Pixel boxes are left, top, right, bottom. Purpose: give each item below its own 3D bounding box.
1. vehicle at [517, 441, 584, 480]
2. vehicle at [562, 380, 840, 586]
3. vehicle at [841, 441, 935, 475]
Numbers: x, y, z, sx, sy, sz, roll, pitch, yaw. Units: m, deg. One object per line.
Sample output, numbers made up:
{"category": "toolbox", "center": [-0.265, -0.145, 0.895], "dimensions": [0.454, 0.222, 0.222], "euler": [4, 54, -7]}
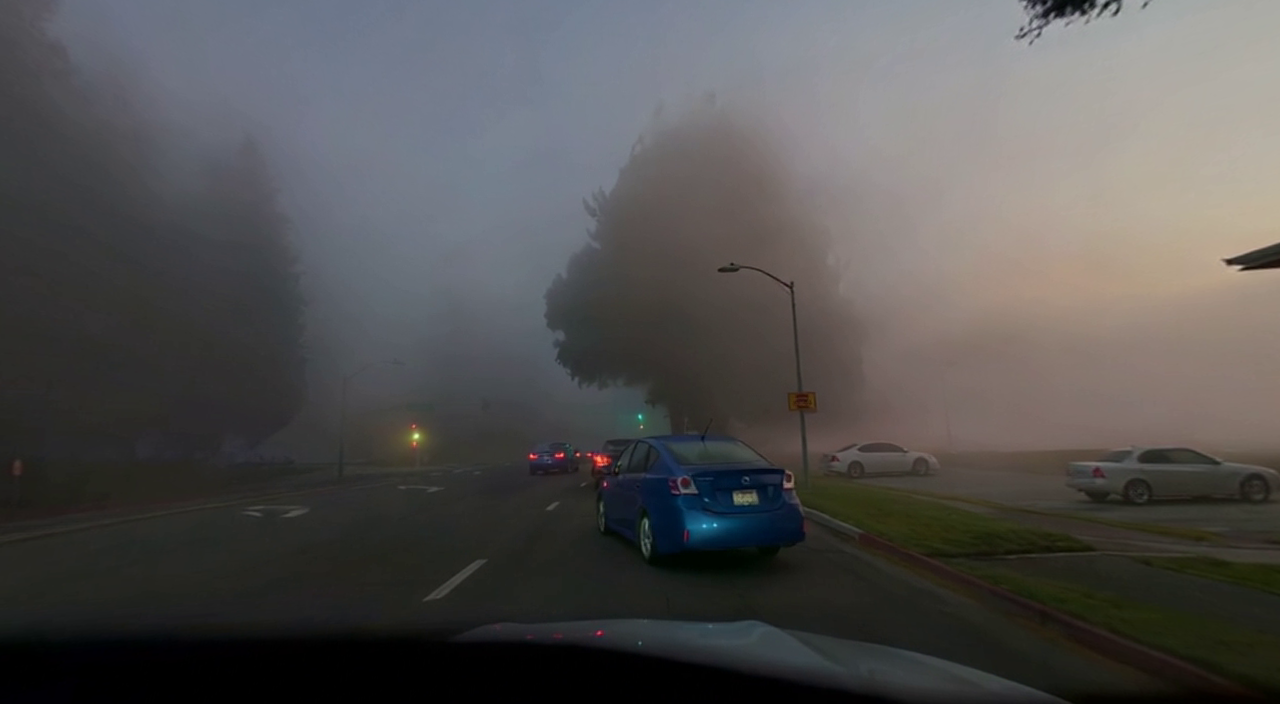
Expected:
{"category": "vehicle", "center": [-3.630, 4.487, 26.204], "dimensions": [2.026, 1.466, 4.282], "euler": [0, -8, 2]}
{"category": "vehicle", "center": [0.399, 1.616, 8.560], "dimensions": [2.052, 1.955, 4.642], "euler": [3, -9, -17]}
{"category": "vehicle", "center": [12.119, 5.181, 30.806], "dimensions": [3.811, 1.557, 1.800], "euler": [1, -9, -10]}
